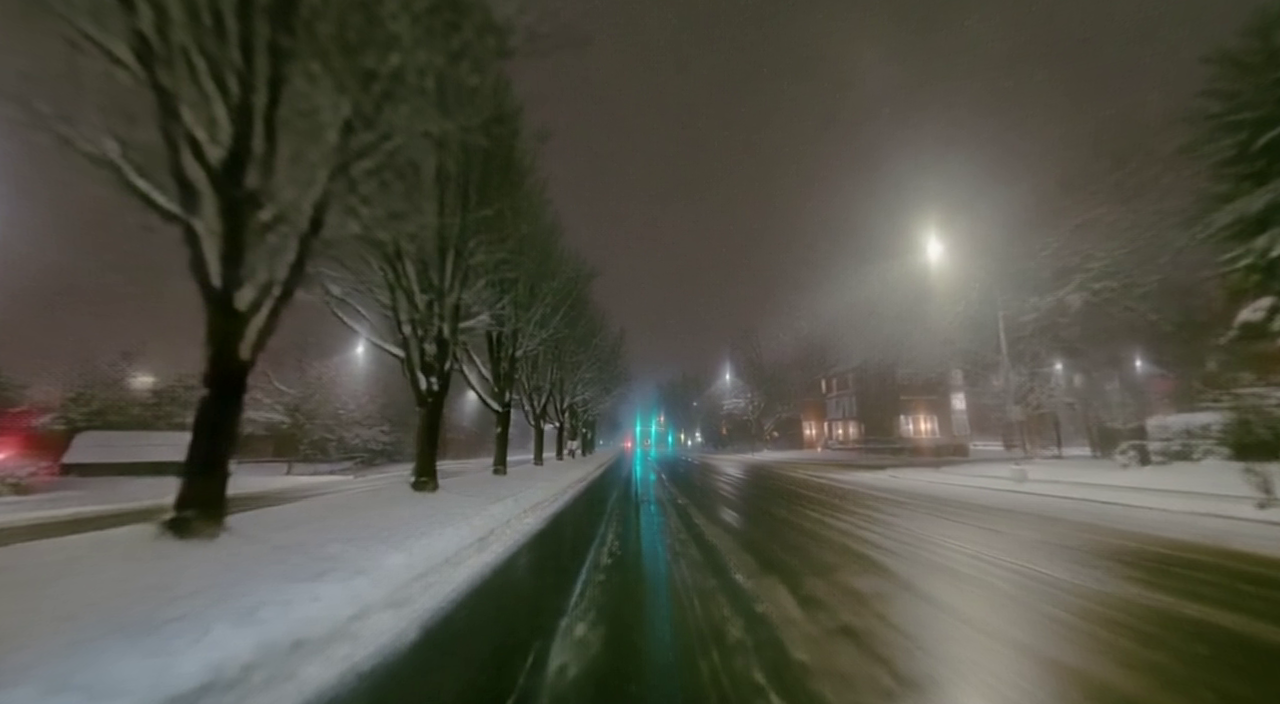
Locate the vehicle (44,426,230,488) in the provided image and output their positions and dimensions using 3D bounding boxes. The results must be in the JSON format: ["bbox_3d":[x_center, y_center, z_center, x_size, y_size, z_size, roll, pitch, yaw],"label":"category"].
[{"bbox_3d":[-28.922,6.062,36.556,8.492,3.055,3.116,-4,-9,6],"label":"vehicle"}]

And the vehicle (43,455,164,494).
[{"bbox_3d":[-26.131,5.946,30.911,1.862,1.336,4.115,-14,-11,31],"label":"vehicle"}]
